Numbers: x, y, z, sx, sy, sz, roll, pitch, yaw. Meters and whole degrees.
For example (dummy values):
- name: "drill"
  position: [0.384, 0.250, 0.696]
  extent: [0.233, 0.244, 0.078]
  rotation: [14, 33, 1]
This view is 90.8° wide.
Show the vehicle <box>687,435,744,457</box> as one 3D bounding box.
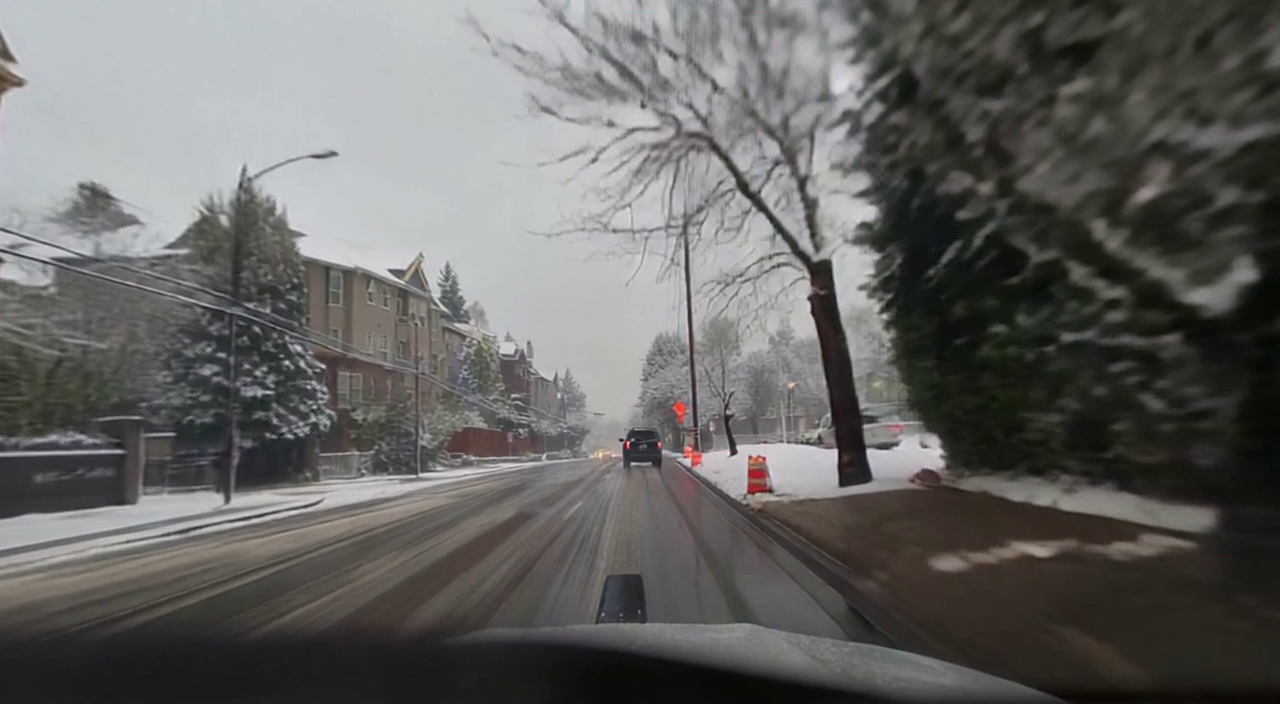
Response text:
- name: "vehicle"
  position: [5.692, 7.091, 47.537]
  extent: [3.835, 1.584, 1.893]
  rotation: [4, -9, -27]

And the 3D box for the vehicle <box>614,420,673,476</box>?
- name: "vehicle"
  position: [0.023, 3.910, 25.702]
  extent: [2.169, 2.015, 5.206]
  rotation: [0, -9, -2]

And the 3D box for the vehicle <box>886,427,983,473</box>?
- name: "vehicle"
  position: [10.695, 3.595, 23.156]
  extent: [1.698, 1.548, 2.969]
  rotation: [2, -9, -12]

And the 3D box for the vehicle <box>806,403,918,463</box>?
- name: "vehicle"
  position: [9.590, 3.739, 28.166]
  extent: [2.253, 2.306, 6.753]
  rotation: [-1, -10, -2]
